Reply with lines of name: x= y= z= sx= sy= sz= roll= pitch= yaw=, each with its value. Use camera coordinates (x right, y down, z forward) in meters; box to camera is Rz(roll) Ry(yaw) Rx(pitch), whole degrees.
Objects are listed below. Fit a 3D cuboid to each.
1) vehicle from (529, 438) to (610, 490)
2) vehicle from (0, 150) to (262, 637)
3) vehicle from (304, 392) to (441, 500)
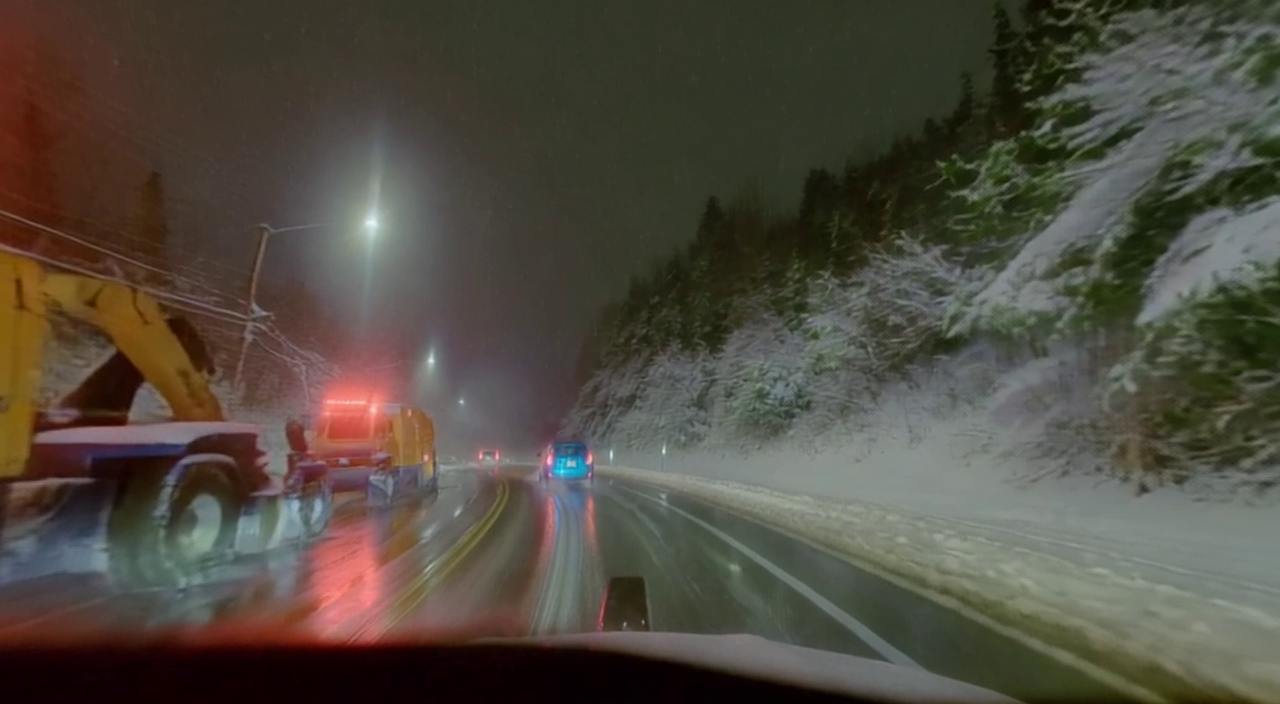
vehicle: x=-2.425 y=3.627 z=20.751 sx=2.259 sy=1.503 sz=4.075 roll=2 pitch=-9 yaw=-12
vehicle: x=-5.417 y=0.283 z=4.252 sx=2.364 sy=3.191 sz=4.942 roll=0 pitch=-8 yaw=3
vehicle: x=-7.188 y=2.600 z=17.525 sx=2.257 sy=2.597 sz=4.069 roll=1 pitch=-8 yaw=-6
